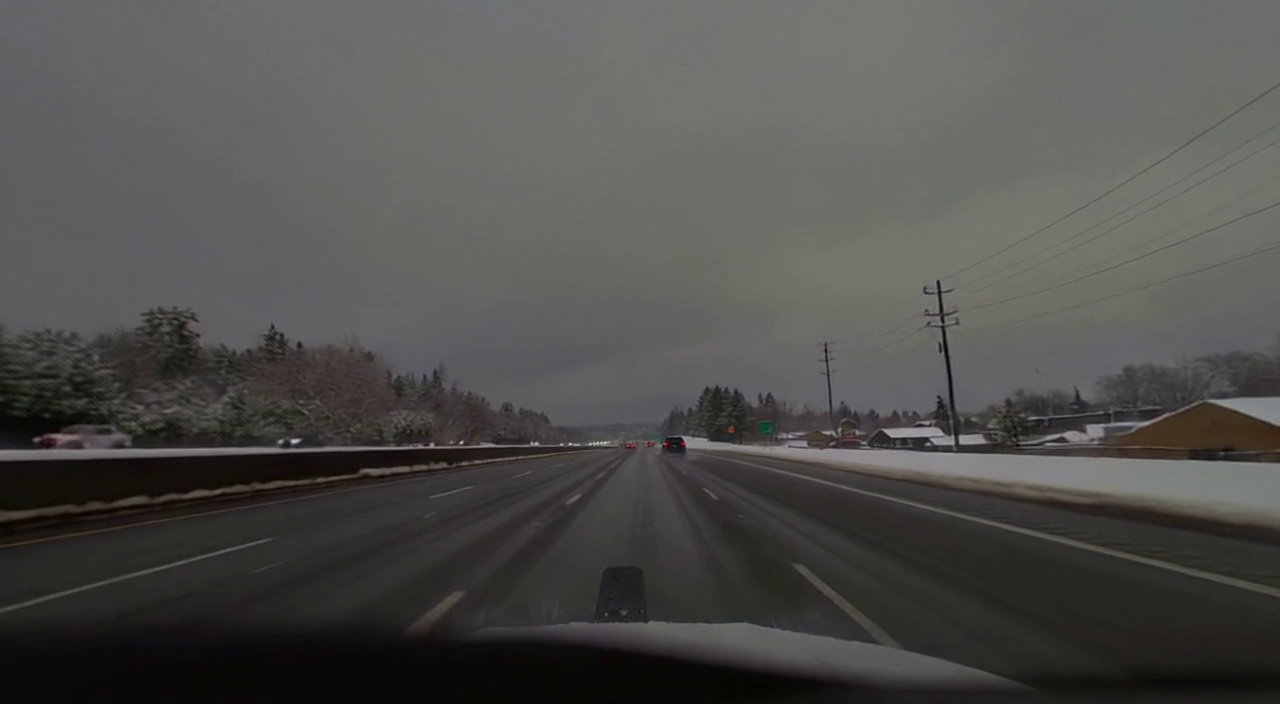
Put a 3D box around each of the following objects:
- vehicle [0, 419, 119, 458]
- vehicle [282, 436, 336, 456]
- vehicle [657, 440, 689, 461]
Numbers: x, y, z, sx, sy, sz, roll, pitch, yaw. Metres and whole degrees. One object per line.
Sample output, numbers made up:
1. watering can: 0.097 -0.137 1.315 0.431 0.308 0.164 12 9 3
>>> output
1. vehicle: -26.128 3.887 28.209 1.843 1.595 4.423 0 -8 0
2. vehicle: -26.091 7.427 49.890 1.791 1.455 4.487 0 -8 1
3. vehicle: 2.403 7.314 46.870 2.036 1.486 4.375 0 -8 -2
